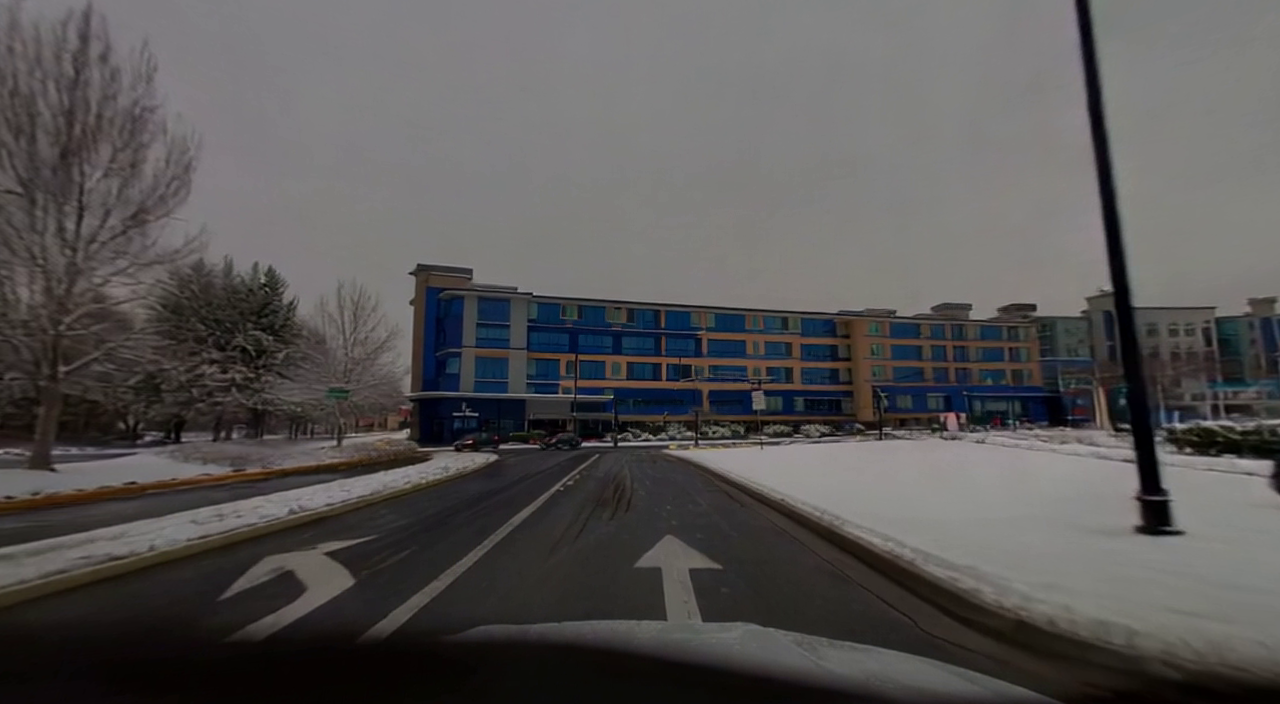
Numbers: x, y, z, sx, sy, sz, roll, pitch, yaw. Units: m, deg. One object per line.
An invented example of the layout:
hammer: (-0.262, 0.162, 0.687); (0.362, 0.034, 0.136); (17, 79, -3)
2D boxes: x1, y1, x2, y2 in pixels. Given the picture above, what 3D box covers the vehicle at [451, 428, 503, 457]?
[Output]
vehicle: (-8.703, 4.866, 33.996); (1.919, 1.484, 3.879); (0, -8, -3)
